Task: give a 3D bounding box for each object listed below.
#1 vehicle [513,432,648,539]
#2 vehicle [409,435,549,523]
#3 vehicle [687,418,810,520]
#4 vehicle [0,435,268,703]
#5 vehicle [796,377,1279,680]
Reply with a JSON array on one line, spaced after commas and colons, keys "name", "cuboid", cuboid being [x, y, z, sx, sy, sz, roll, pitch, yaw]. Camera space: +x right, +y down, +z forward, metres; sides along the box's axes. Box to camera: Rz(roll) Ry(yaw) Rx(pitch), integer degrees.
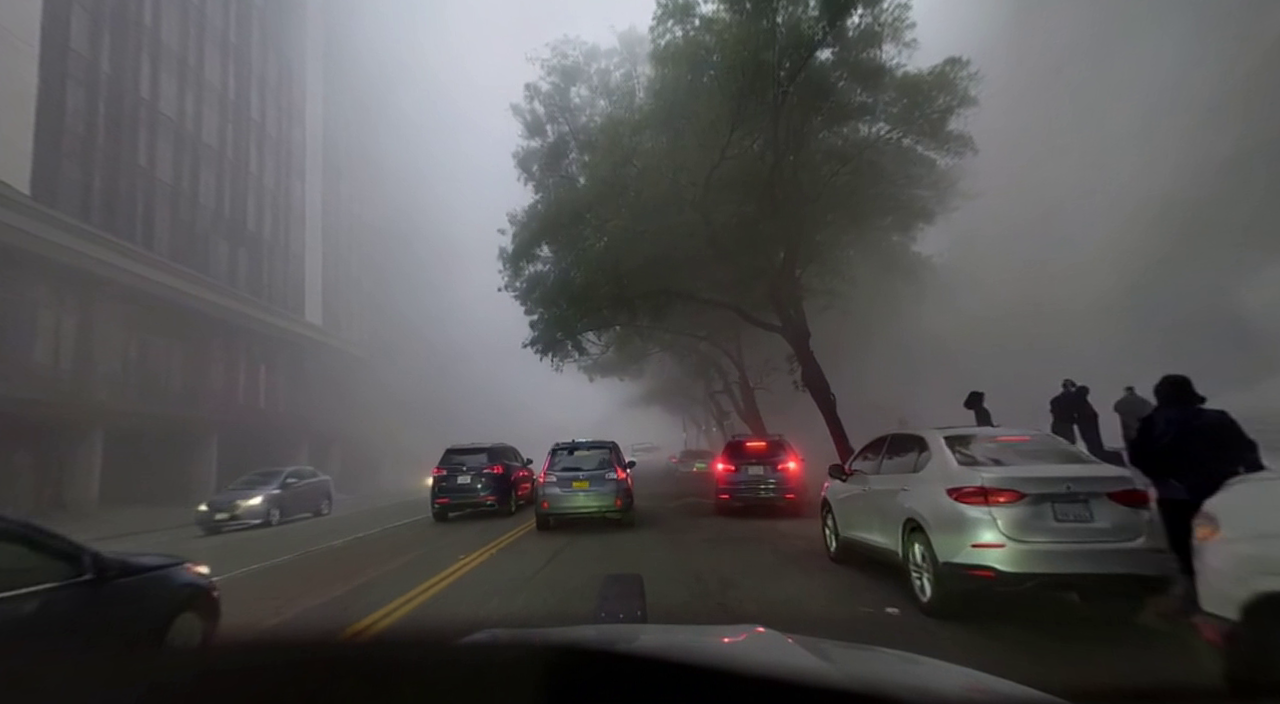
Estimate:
[{"name": "vehicle", "cuboid": [-0.935, 2.424, 12.079, 2.076, 1.667, 3.948, -1, -8, 2]}, {"name": "vehicle", "cuboid": [-3.743, 3.031, 15.736, 2.000, 1.818, 4.668, -1, -8, 4]}, {"name": "vehicle", "cuboid": [2.635, 2.657, 14.864, 2.352, 1.953, 4.798, -2, -9, 12]}, {"name": "vehicle", "cuboid": [-3.447, 0.993, 1.879, 1.940, 1.481, 4.376, -1, -8, 1]}, {"name": "vehicle", "cuboid": [3.076, 1.360, 6.045, 1.971, 1.749, 4.564, 0, -8, 0]}]
